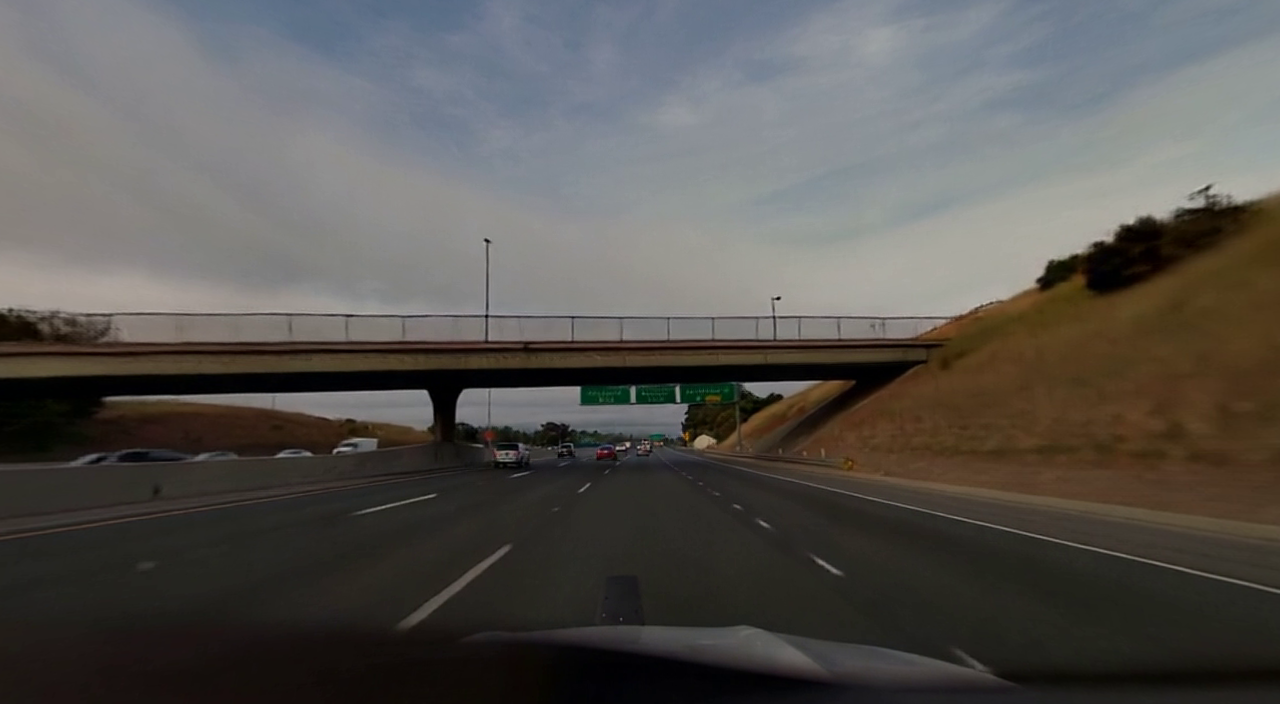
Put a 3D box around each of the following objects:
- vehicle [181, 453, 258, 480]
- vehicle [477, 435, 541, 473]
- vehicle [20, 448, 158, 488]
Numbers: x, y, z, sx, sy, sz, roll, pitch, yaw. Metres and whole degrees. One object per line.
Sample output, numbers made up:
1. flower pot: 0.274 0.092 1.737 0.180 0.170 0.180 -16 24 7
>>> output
1. vehicle: -26.542 7.214 39.891 1.819 1.521 4.377 0 -9 0
2. vehicle: -7.326 5.780 35.971 2.341 1.959 5.684 0 -9 1
3. vehicle: -26.563 5.562 30.668 2.081 1.748 5.102 0 -9 0
